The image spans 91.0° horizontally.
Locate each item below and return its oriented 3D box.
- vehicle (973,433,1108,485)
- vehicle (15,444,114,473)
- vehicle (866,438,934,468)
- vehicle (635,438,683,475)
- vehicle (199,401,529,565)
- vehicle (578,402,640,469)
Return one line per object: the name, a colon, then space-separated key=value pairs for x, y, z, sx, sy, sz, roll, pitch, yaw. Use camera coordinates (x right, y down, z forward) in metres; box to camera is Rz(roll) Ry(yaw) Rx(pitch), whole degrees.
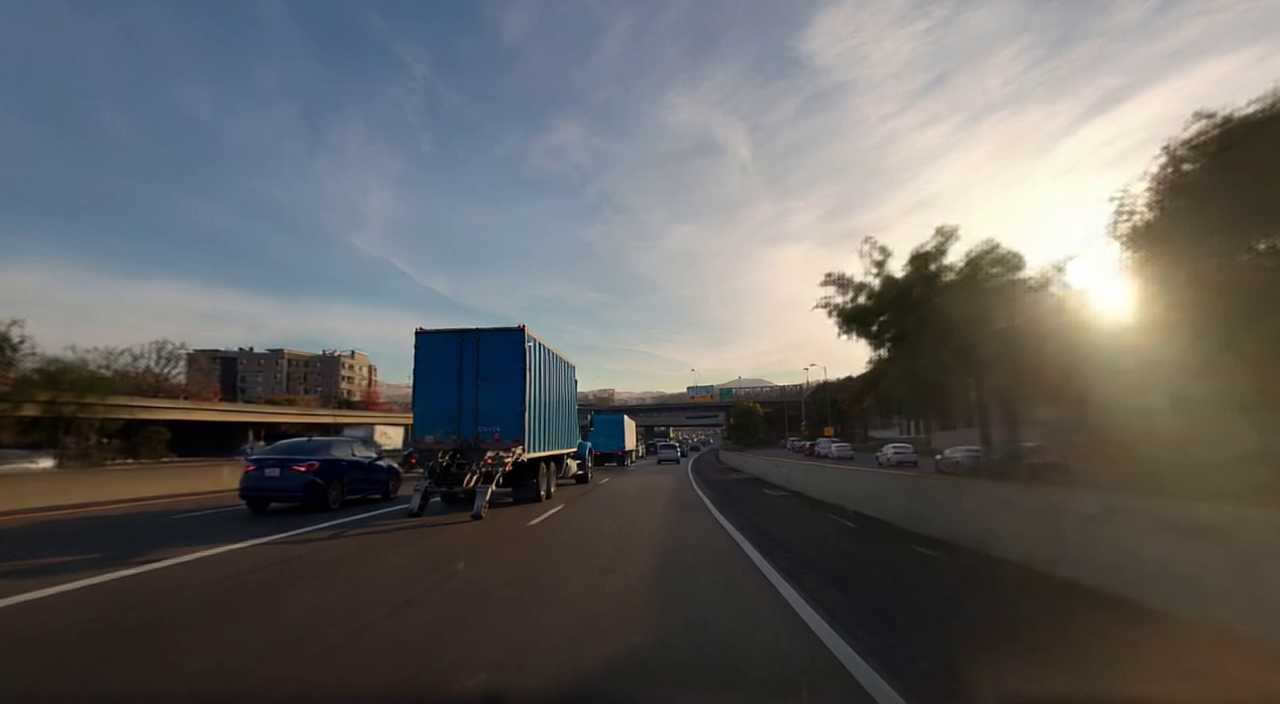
vehicle: x=14.303 y=3.841 z=22.900 sx=2.022 sy=1.675 sz=4.792 roll=-1 pitch=-9 yaw=4
vehicle: x=-32.339 y=5.967 z=35.523 sx=1.707 sy=1.540 sz=3.921 roll=-1 pitch=-9 yaw=4
vehicle: x=15.263 y=5.965 z=37.302 sx=2.237 sy=1.656 sz=4.676 roll=-1 pitch=-9 yaw=3
vehicle: x=0.994 y=5.056 z=30.585 sx=2.178 sy=1.640 sz=4.071 roll=-1 pitch=-9 yaw=4
vehicle: x=-3.360 y=1.690 z=8.736 sx=2.896 sy=1.779 sz=3.441 roll=0 pitch=-8 yaw=2
vehicle: x=-1.803 y=5.579 z=41.517 sx=3.073 sy=3.894 sz=9.782 roll=-1 pitch=-9 yaw=3
